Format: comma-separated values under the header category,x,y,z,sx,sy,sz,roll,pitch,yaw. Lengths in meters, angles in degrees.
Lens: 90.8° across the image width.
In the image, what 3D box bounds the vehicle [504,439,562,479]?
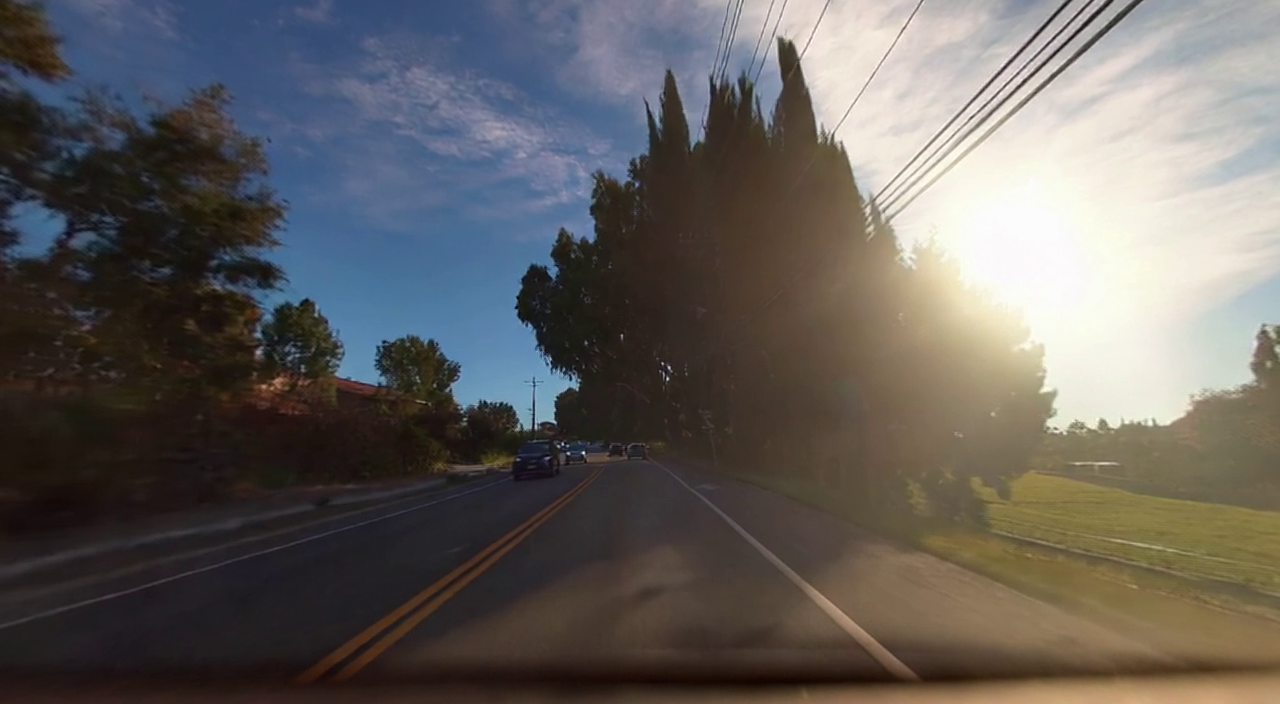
category,x,y,z,sx,sy,sz,roll,pitch,yaw
vehicle,-4.988,5.017,29.953,2.114,1.712,4.340,0,-8,-2
